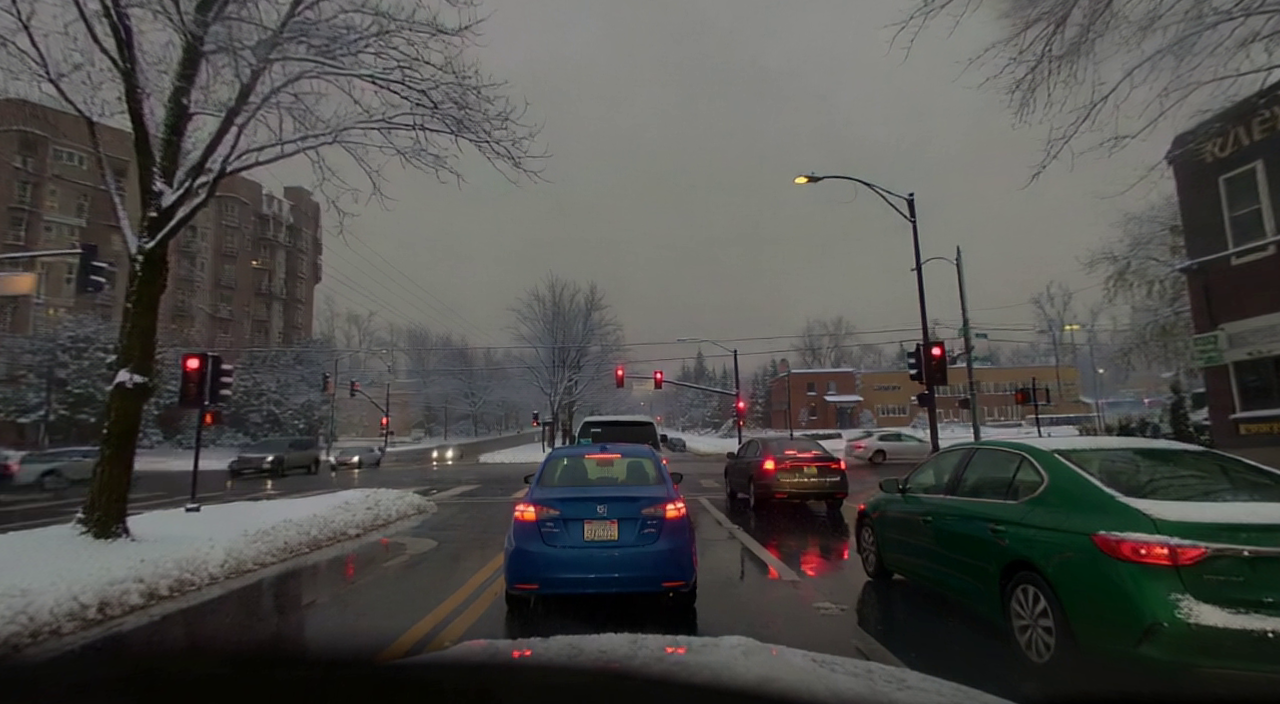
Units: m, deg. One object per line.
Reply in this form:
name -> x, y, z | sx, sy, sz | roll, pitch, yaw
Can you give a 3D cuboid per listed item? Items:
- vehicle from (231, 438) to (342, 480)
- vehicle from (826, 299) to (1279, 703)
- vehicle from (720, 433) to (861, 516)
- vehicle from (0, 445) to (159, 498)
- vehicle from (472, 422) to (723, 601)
vehicle -> -17.968, 5.455, 32.579 | 2.308, 1.903, 5.813 | 0, -8, 1
vehicle -> 3.575, 1.110, 5.053 | 2.572, 1.945, 5.065 | 0, -8, 0
vehicle -> 3.155, 2.667, 14.321 | 2.026, 1.549, 4.559 | 0, -8, -1
vehicle -> -21.403, 4.455, 24.108 | 2.233, 1.782, 4.862 | 0, -8, 0
vehicle -> -0.385, 1.654, 7.401 | 2.143, 1.520, 3.848 | 0, -8, -1
